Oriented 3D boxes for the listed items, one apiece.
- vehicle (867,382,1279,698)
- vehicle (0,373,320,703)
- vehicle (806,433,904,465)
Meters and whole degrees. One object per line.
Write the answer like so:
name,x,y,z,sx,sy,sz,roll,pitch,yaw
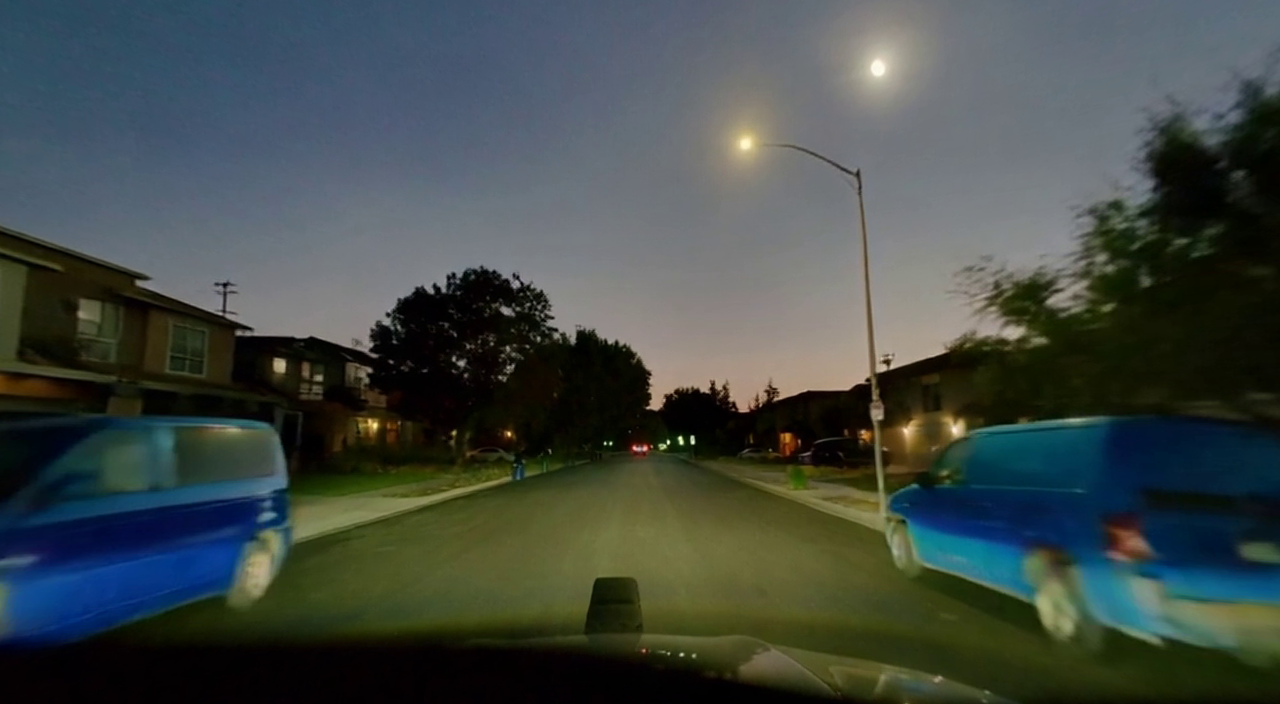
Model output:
vehicle,4.089,1.443,6.060,2.173,1.806,4.701,1,-9,2
vehicle,-4.276,1.145,4.095,2.157,1.736,4.104,-1,-9,1
vehicle,12.849,5.854,38.047,5.049,1.845,2.327,0,-9,0
